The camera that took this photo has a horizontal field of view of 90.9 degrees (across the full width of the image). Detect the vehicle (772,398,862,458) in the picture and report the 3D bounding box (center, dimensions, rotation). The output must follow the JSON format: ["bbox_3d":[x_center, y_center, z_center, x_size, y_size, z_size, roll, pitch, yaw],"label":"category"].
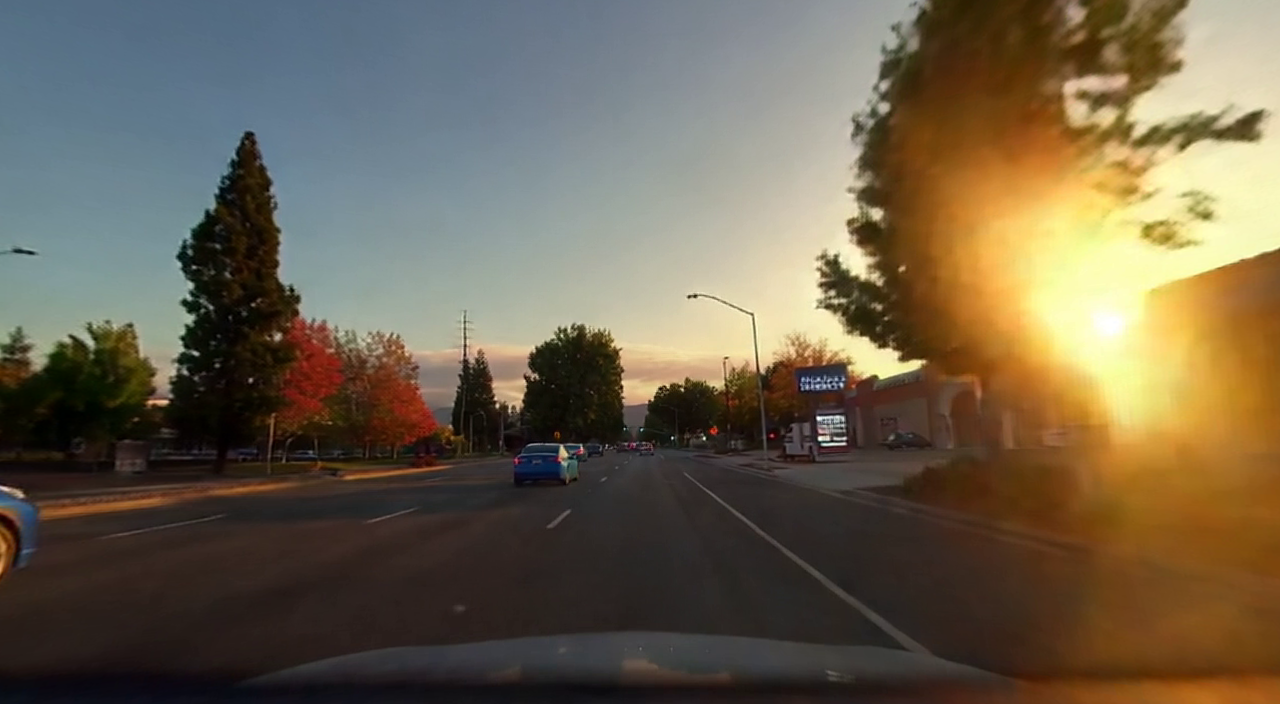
[{"bbox_3d":[12.206,5.582,44.879,2.995,3.704,10.928,0,-9,-1],"label":"vehicle"}]

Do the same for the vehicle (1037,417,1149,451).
[{"bbox_3d":[25.341,4.600,35.365,4.643,1.852,1.978,0,-9,0],"label":"vehicle"}]

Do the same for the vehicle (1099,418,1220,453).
[{"bbox_3d":[25.279,4.092,30.765,4.222,1.450,1.766,-3,-8,0],"label":"vehicle"}]

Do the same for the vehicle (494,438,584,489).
[{"bbox_3d":[-3.182,3.637,20.877,2.152,1.479,4.394,0,-9,2],"label":"vehicle"}]
